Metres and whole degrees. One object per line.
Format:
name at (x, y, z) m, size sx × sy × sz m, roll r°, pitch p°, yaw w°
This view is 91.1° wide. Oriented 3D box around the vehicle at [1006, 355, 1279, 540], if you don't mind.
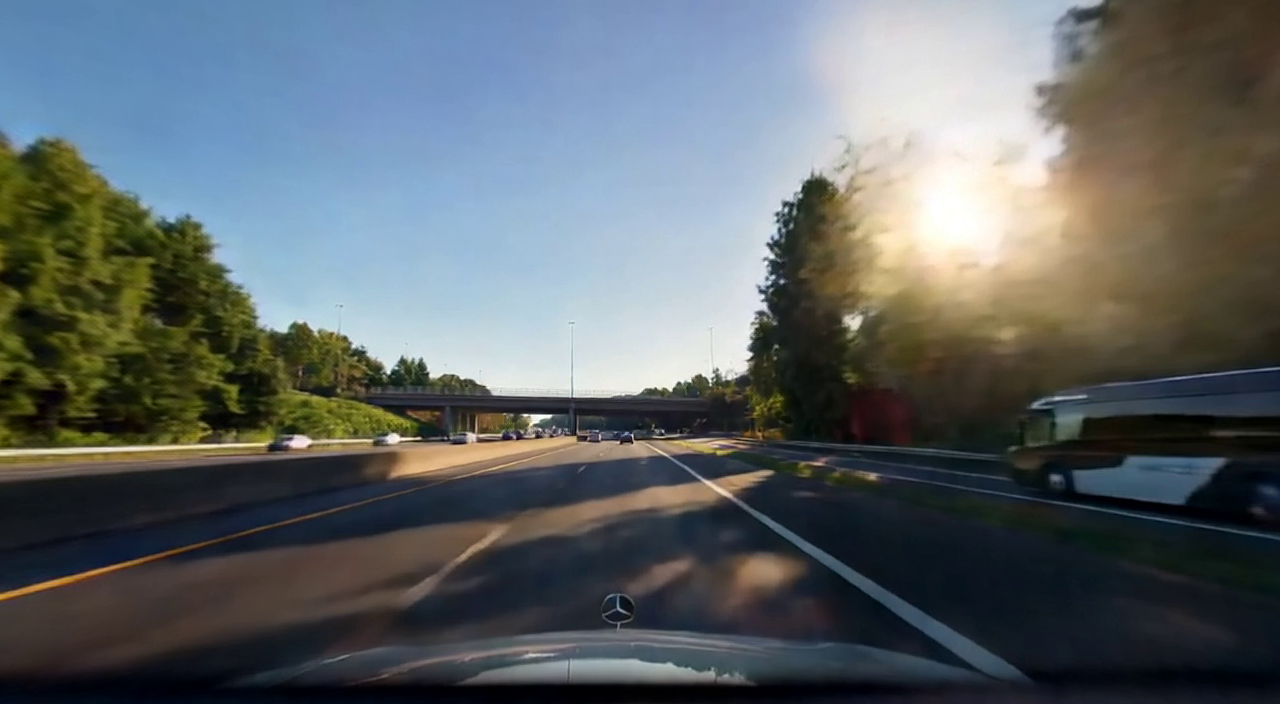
vehicle at (12.982, 2.026, 13.656) m, size 3.009 × 3.265 × 12.098 m, roll 0°, pitch -8°, yaw 1°
